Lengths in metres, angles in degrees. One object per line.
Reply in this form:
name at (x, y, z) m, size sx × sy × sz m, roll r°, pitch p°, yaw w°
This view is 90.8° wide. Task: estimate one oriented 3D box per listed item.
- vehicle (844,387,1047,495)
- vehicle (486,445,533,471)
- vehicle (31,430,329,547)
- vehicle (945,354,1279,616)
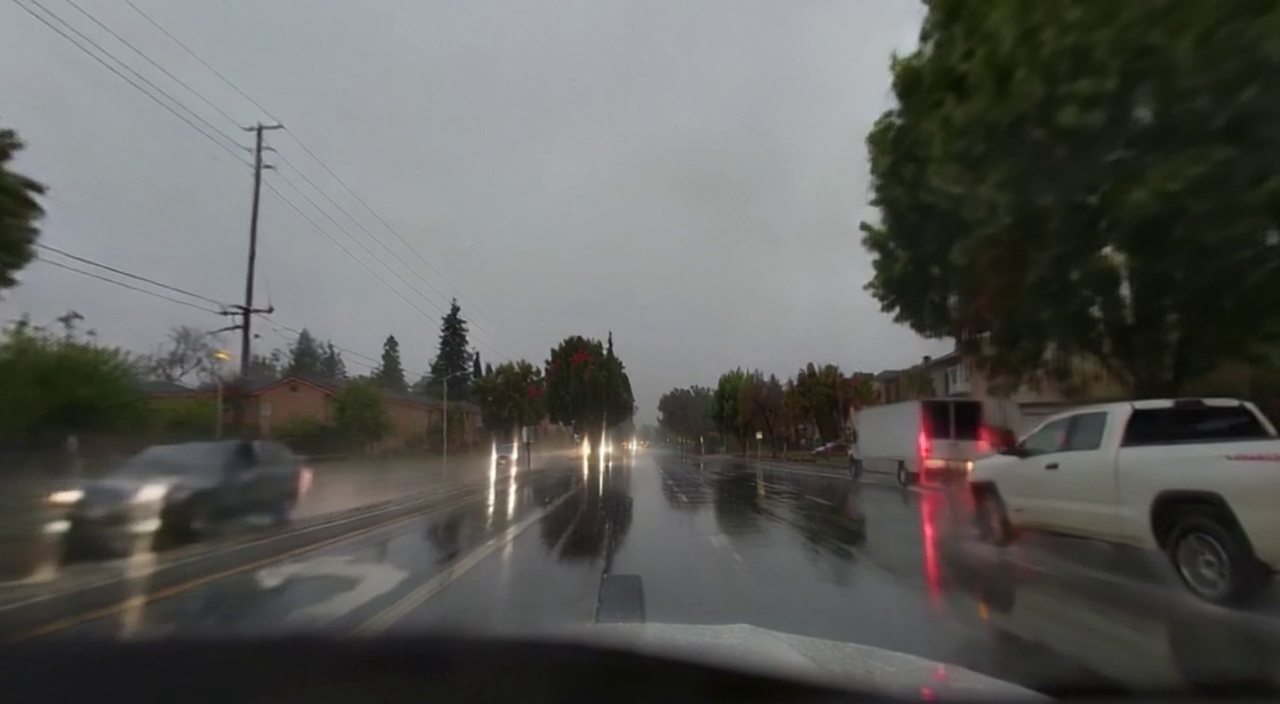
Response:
vehicle at (10.133, 3.153, 22.357) m, size 2.842 × 2.993 × 8.104 m, roll -3°, pitch -8°, yaw -2°
vehicle at (-8.673, 7.085, 42.362) m, size 2.140 × 1.609 × 4.460 m, roll 0°, pitch -9°, yaw 1°
vehicle at (-8.479, 2.519, 12.451) m, size 2.189 × 1.816 × 4.819 m, roll 0°, pitch -9°, yaw 0°
vehicle at (6.066, 1.307, 6.788) m, size 2.493 × 1.956 × 6.125 m, roll 0°, pitch -9°, yaw 0°
